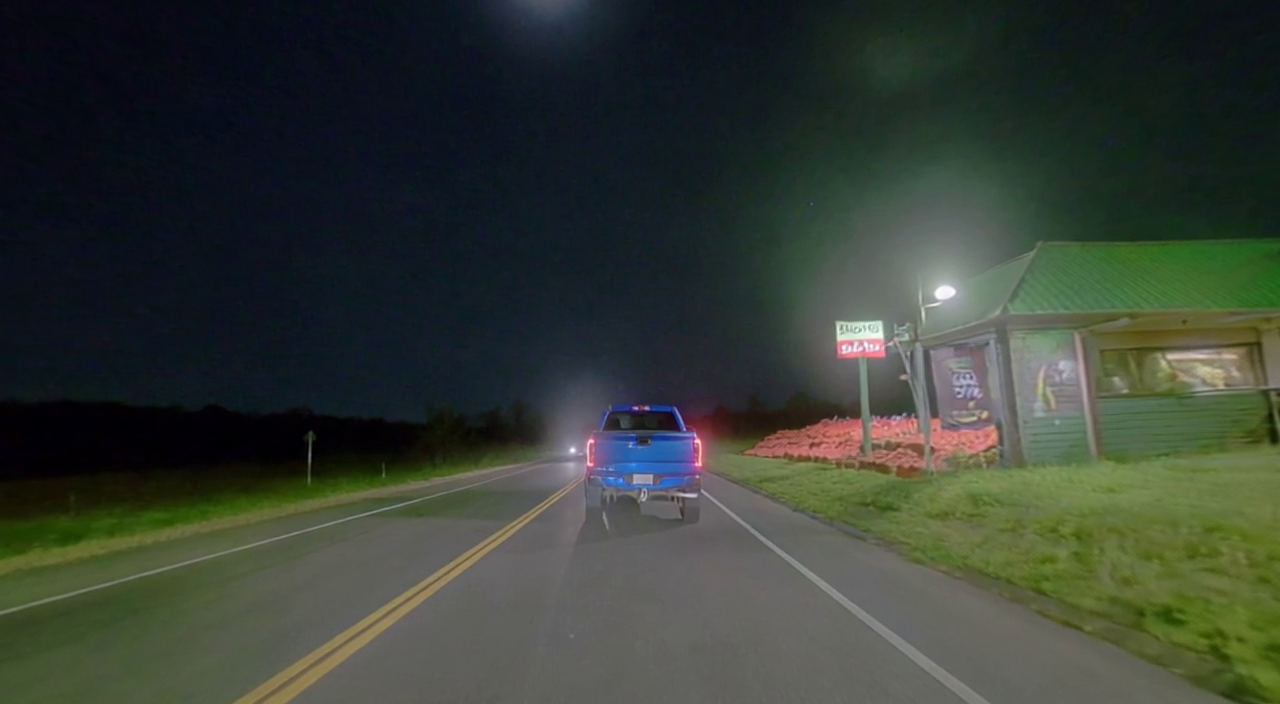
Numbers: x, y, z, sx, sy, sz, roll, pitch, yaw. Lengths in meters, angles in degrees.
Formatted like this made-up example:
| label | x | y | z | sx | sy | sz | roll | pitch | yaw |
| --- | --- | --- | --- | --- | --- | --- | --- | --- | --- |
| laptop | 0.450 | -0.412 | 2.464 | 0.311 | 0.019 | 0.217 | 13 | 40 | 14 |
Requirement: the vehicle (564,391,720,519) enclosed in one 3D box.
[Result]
| label | x | y | z | sx | sy | sz | roll | pitch | yaw |
| --- | --- | --- | --- | --- | --- | --- | --- | --- | --- |
| vehicle | -0.045 | 2.223 | 14.018 | 2.693 | 2.223 | 5.885 | 0 | -8 | -2 |
